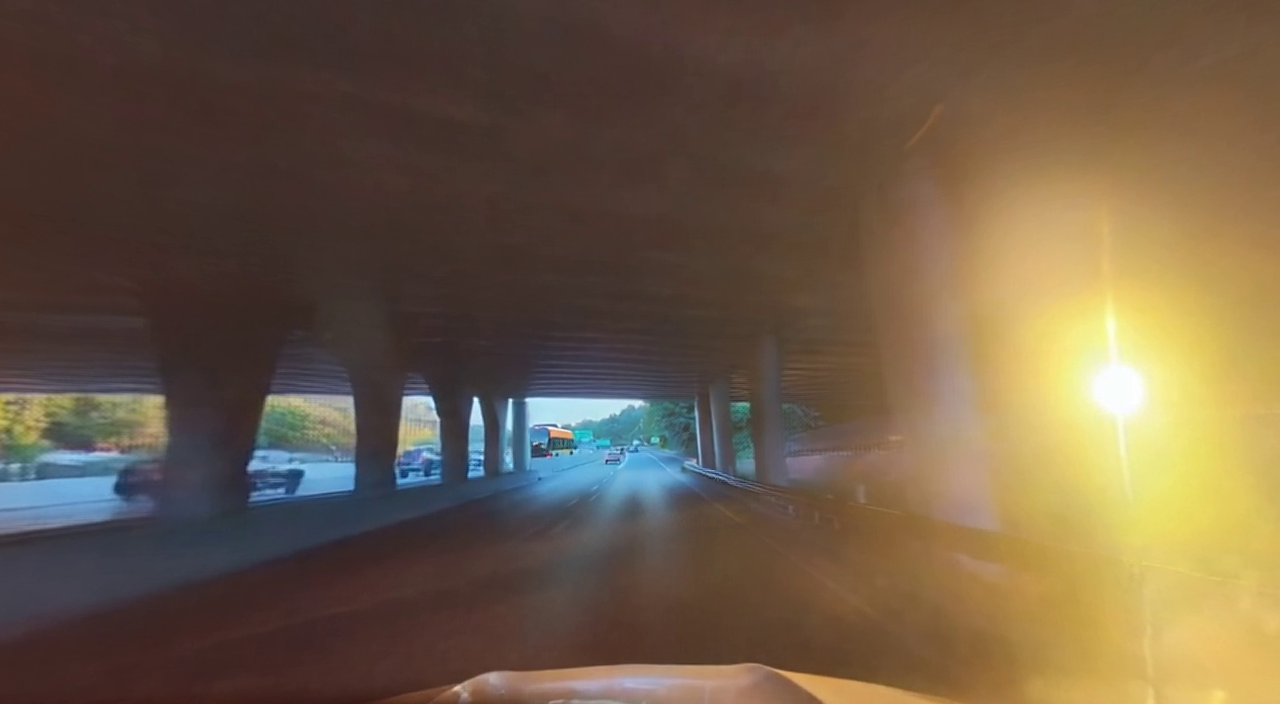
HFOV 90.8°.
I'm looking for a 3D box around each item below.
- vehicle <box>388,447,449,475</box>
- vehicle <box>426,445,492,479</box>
[{"bbox_3d":[-13.745,6.779,39.482,2.059,1.615,4.688,0,-8,1],"label":"vehicle"},{"bbox_3d":[-9.320,5.678,32.897,1.979,1.600,4.516,0,-8,1],"label":"vehicle"}]
